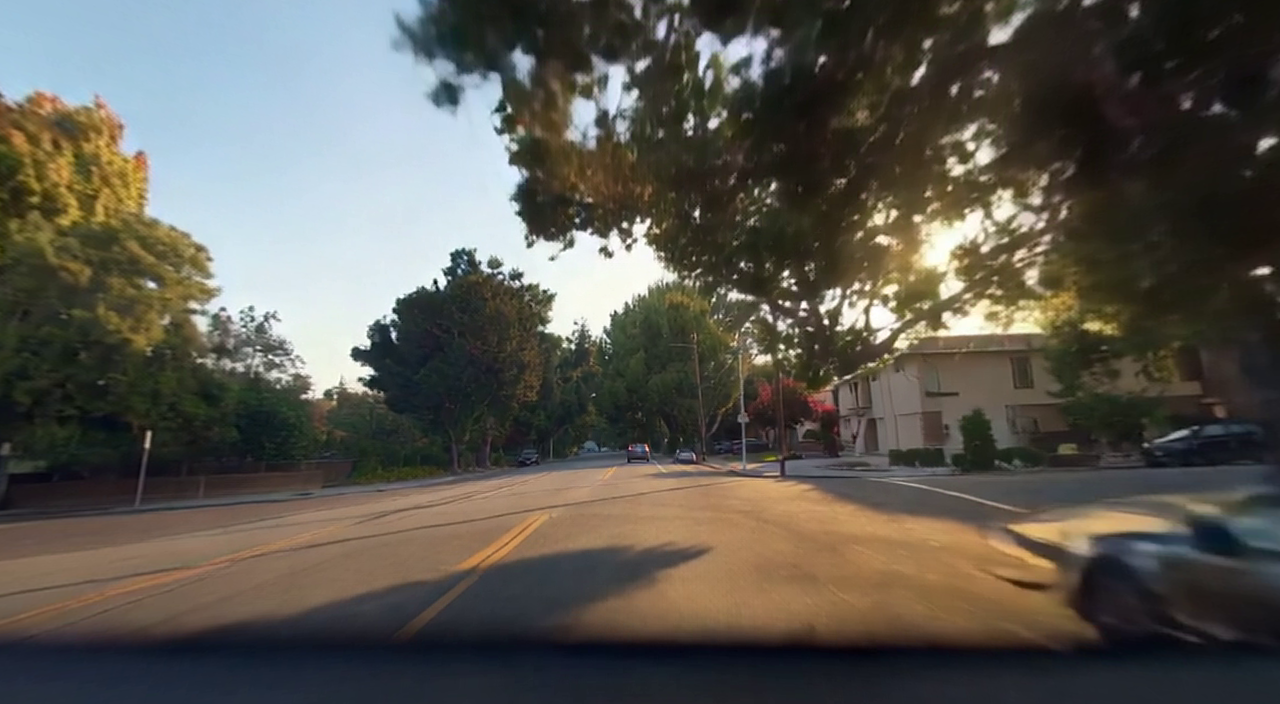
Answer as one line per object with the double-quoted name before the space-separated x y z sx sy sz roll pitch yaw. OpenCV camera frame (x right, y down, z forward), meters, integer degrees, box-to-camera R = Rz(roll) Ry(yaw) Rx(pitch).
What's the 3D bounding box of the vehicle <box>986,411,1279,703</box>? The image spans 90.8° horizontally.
"vehicle" 3.993 1.105 2.870 2.124 1.524 4.698 4 -8 -2
